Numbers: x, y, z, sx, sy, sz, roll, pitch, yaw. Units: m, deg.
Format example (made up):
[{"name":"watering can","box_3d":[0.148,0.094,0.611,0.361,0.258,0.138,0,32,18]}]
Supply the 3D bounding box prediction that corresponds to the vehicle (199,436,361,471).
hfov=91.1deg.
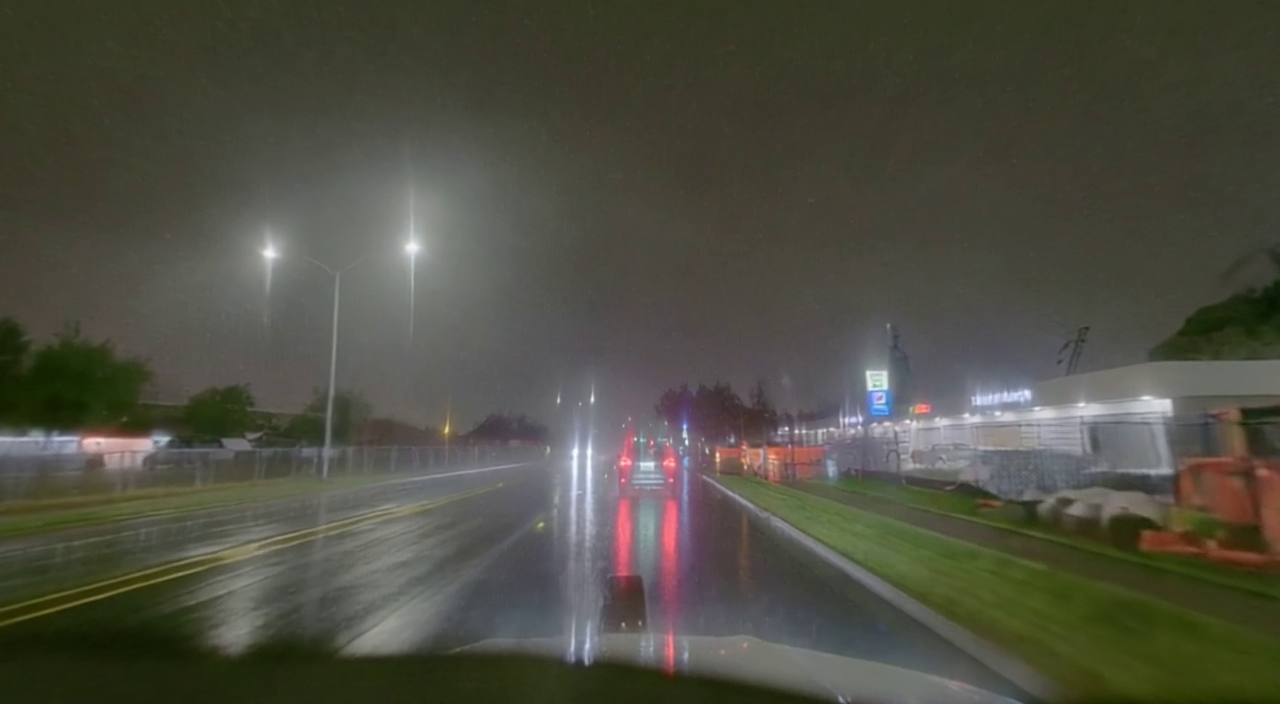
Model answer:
[{"name":"vehicle","box_3d":[-27.522,7.913,49.724,2.951,2.274,15.187,0,-8,5]}]

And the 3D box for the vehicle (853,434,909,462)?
[{"name":"vehicle","box_3d":[16.430,6.572,43.042,2.101,1.825,4.700,0,-9,2]}]

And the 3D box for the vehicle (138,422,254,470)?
[{"name":"vehicle","box_3d":[-31.639,6.669,45.130,2.945,3.103,6.716,0,-7,5]}]

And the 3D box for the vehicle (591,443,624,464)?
[{"name":"vehicle","box_3d":[-2.496,7.942,49.246,2.208,1.520,4.358,0,-9,2]}]

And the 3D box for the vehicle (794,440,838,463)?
[{"name":"vehicle","box_3d":[12.155,6.919,43.588,1.970,1.501,4.514,0,-9,3]}]

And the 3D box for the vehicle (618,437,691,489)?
[{"name":"vehicle","box_3d":[0.401,3.564,20.557,2.144,1.514,4.063,0,-9,0]}]
